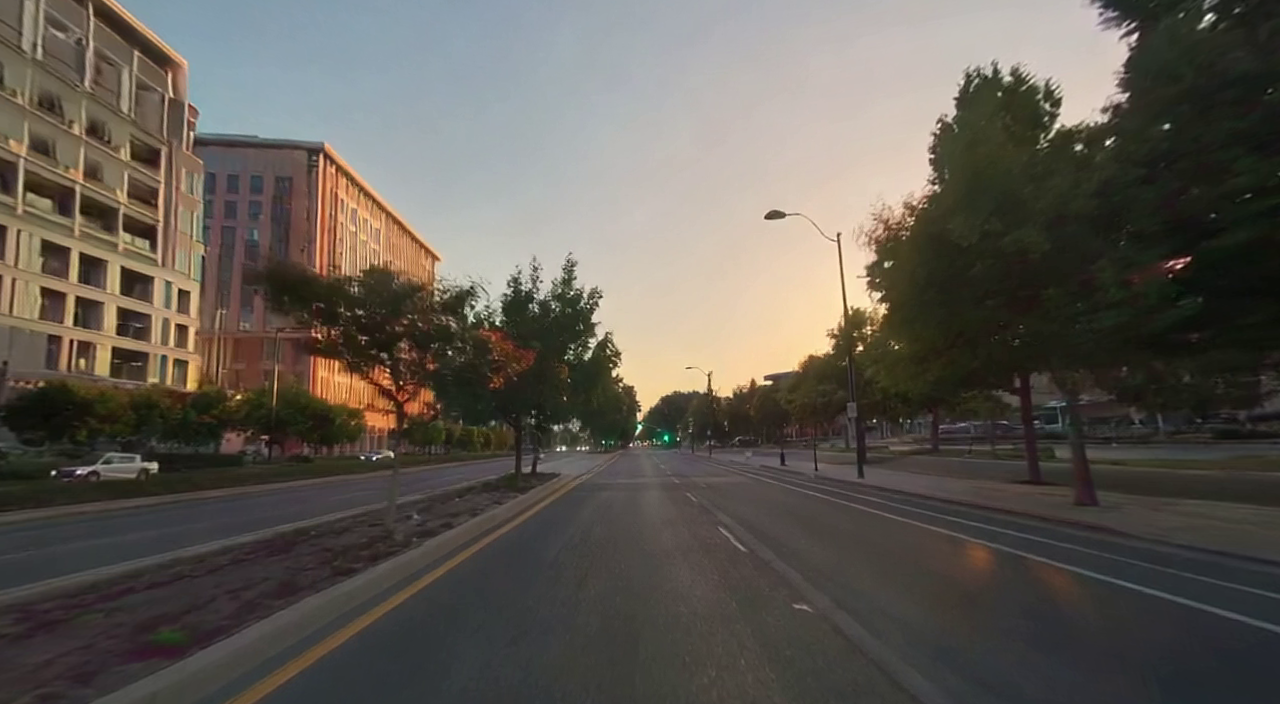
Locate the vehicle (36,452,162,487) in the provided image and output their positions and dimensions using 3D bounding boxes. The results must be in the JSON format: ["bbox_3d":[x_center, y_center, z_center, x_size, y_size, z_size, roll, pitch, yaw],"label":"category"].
[{"bbox_3d":[-26.453,5.735,31.140,2.002,1.568,4.692,0,-9,1],"label":"vehicle"}]
